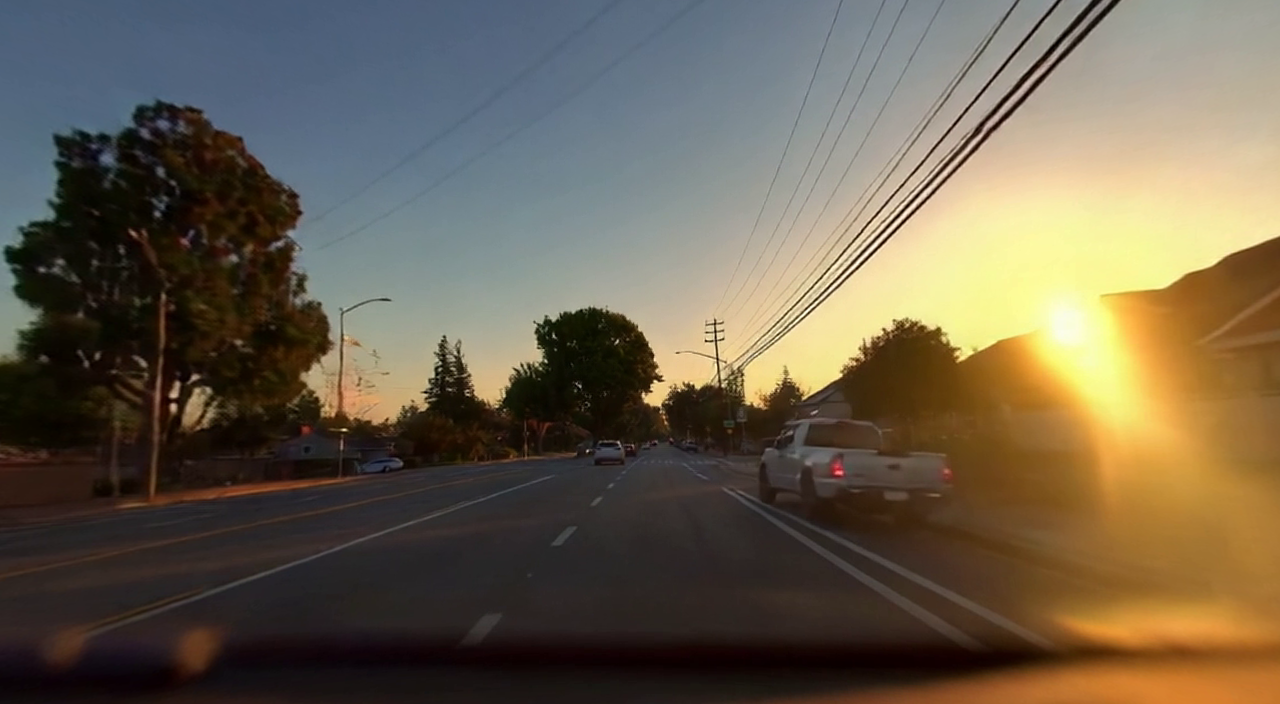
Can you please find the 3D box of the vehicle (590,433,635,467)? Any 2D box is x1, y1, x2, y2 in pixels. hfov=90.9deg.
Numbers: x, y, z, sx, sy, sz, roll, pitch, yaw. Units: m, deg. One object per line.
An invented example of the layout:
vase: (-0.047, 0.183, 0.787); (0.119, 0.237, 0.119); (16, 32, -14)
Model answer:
vehicle: (-1.592, 5.973, 38.497); (2.327, 1.861, 4.941); (-1, -9, 2)

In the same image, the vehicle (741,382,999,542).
vehicle: (3.748, 2.009, 12.050); (2.622, 2.137, 6.267); (2, -9, 1)
